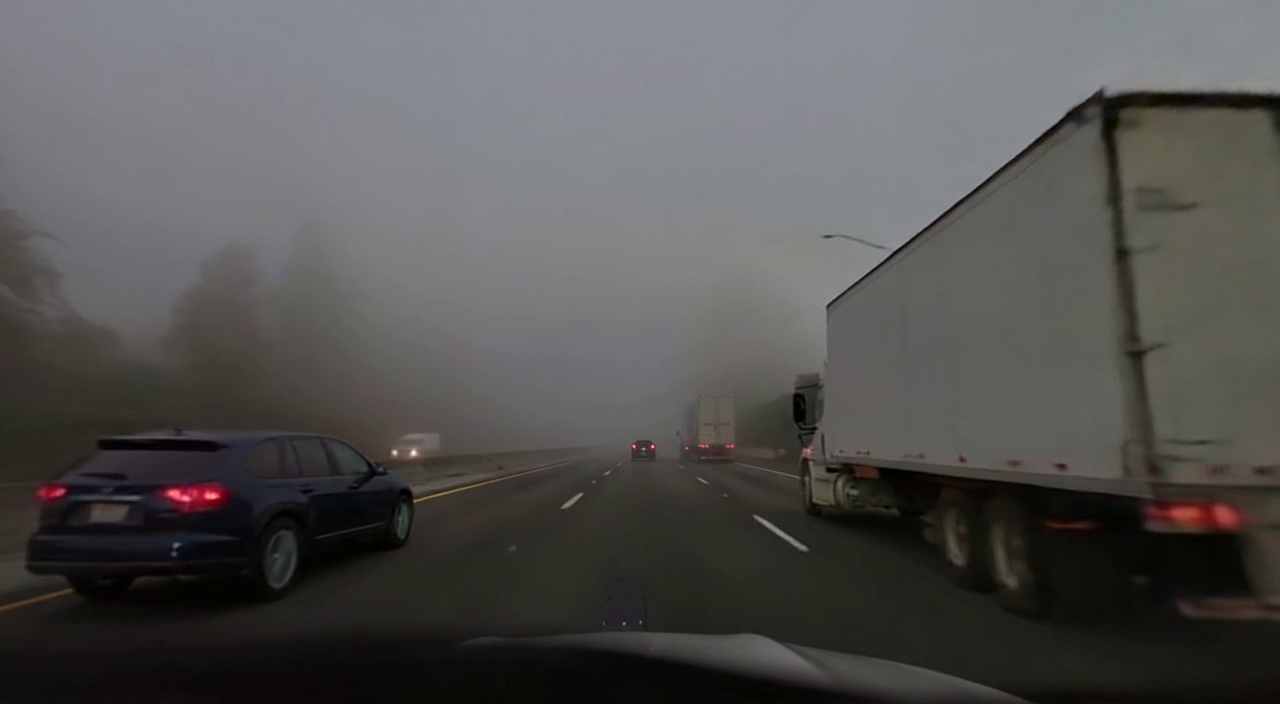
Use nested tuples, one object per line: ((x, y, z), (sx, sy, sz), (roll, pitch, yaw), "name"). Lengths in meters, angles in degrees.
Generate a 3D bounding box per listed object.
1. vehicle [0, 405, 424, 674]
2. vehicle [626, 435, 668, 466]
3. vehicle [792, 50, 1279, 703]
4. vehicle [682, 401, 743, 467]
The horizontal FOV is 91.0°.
((-3.682, 1.347, 5.646), (1.988, 1.488, 4.113), (0, -8, 1), "vehicle")
((0.431, 5.998, 38.434), (2.389, 1.760, 4.473), (0, -8, 0), "vehicle")
((4.097, 0.648, 7.220), (2.742, 3.383, 8.285), (0, -8, 1), "vehicle")
((5.098, 6.216, 47.207), (3.117, 4.150, 13.929), (0, -8, 1), "vehicle")
